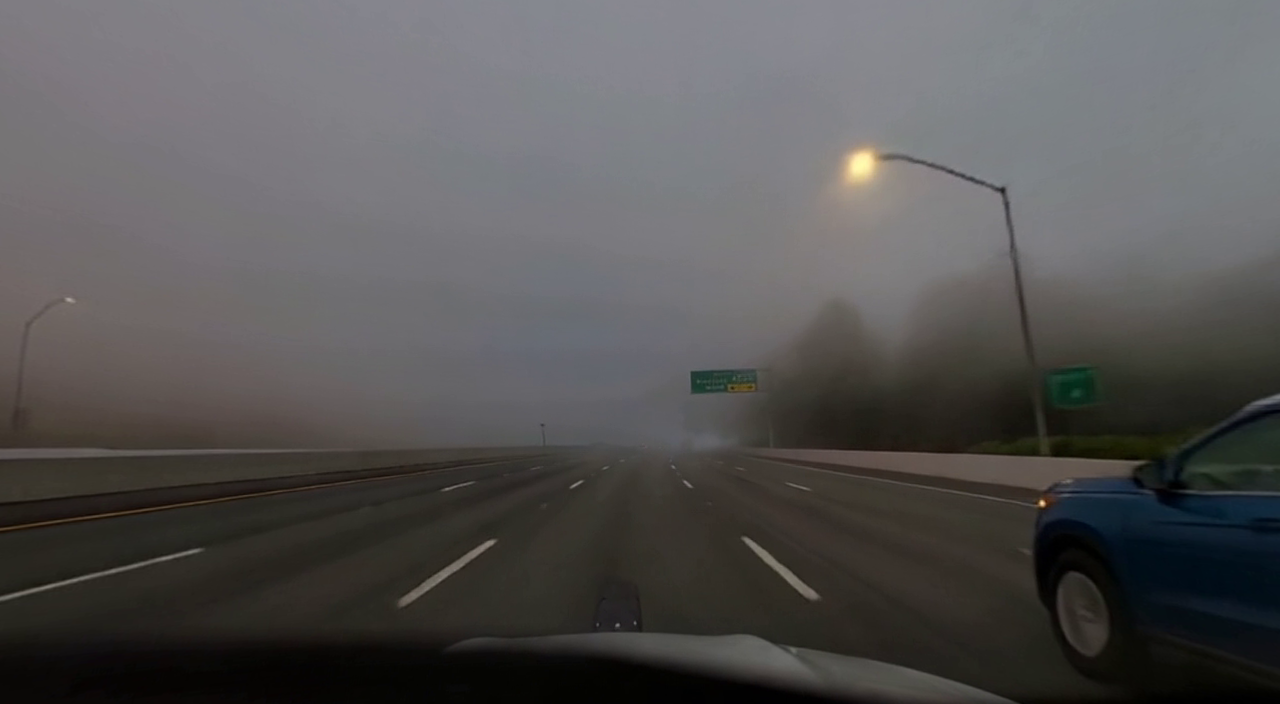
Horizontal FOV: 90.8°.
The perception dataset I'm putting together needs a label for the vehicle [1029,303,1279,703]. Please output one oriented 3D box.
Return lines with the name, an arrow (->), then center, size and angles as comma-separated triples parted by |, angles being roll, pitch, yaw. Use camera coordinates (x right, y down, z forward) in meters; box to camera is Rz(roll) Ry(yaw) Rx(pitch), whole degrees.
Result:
vehicle -> 3.840, 0.631, 1.877 | 2.155, 1.918, 4.945 | 0, -9, 0
